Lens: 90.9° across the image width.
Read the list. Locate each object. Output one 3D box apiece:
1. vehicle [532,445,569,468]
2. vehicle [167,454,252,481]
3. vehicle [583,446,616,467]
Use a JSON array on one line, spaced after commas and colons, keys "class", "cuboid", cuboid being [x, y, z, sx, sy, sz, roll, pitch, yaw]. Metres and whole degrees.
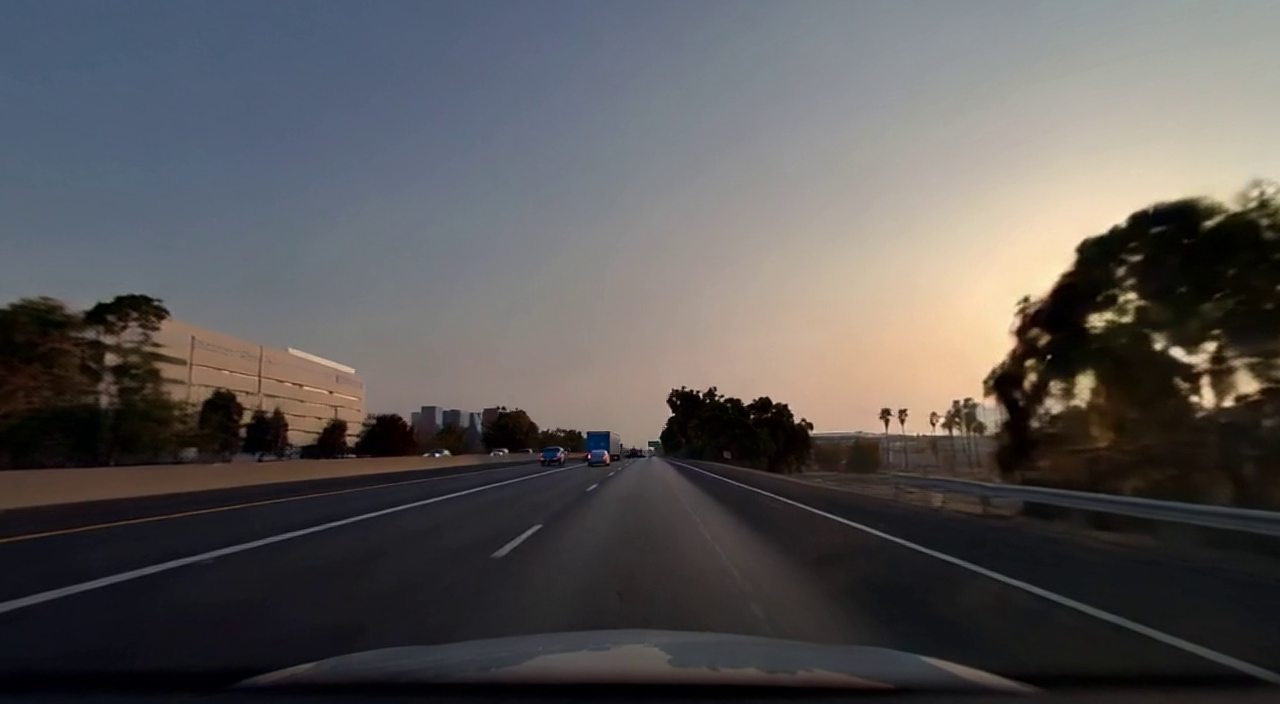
[{"class": "vehicle", "cuboid": [-6.693, 7.860, 47.581, 2.075, 1.646, 4.405, -1, -8, 2]}, {"class": "vehicle", "cuboid": [-26.530, 7.096, 39.085, 1.887, 1.463, 4.733, -1, -8, 1]}, {"class": "vehicle", "cuboid": [-3.171, 8.216, 49.695, 2.184, 1.554, 4.350, -1, -8, 2]}]
